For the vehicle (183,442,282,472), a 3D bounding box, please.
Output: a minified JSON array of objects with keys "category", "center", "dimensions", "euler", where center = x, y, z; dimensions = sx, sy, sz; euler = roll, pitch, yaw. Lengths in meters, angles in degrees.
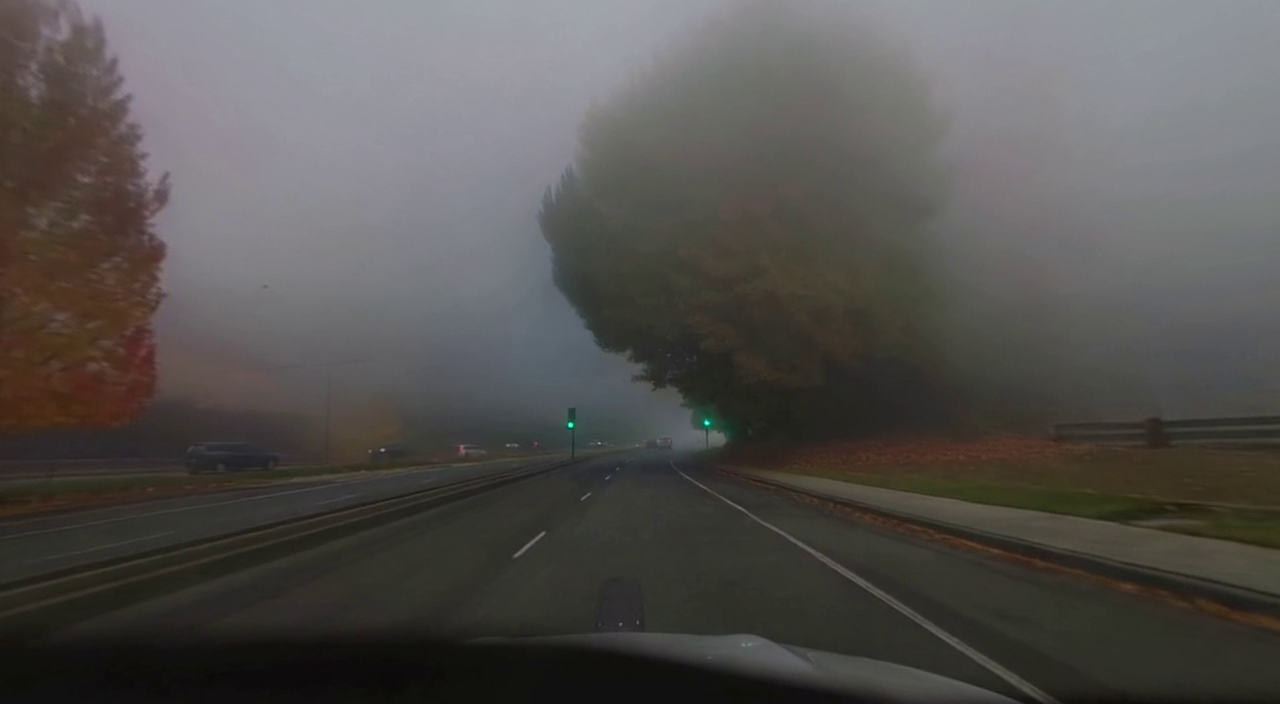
[{"category":"vehicle","center":[-28.754,7.398,44.688],"dimensions":[2.242,1.955,5.600],"euler":[-3,-9,19]}]
